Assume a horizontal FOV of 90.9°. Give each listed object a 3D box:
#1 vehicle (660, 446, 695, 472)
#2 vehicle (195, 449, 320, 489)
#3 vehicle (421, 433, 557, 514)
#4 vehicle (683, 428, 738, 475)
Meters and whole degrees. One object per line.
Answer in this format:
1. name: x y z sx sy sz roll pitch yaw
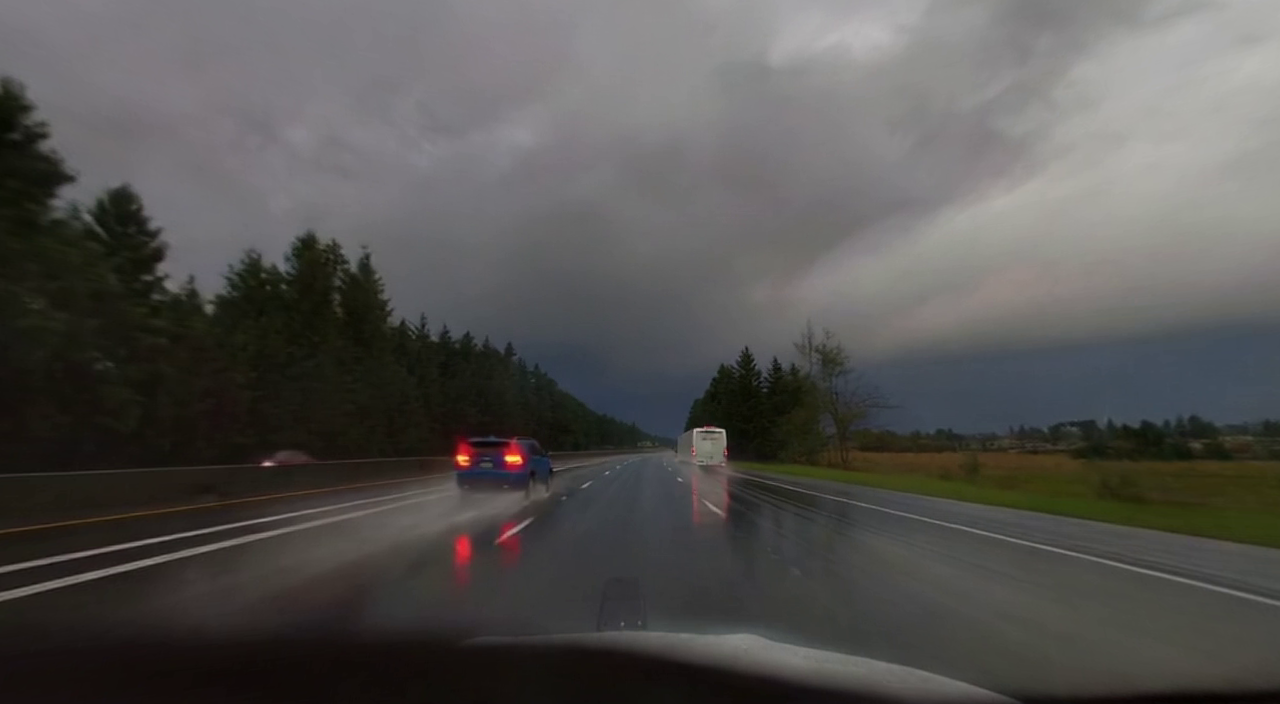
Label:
1. vehicle: 2.572 7.465 44.209 2.260 1.703 4.959 0 -9 1
2. vehicle: -20.103 6.153 33.696 2.218 1.875 6.898 0 -9 1
3. vehicle: -3.379 2.826 15.153 2.020 1.619 4.690 0 -9 1
4. vehicle: 4.243 6.189 39.321 2.614 2.655 6.429 0 -9 -1
